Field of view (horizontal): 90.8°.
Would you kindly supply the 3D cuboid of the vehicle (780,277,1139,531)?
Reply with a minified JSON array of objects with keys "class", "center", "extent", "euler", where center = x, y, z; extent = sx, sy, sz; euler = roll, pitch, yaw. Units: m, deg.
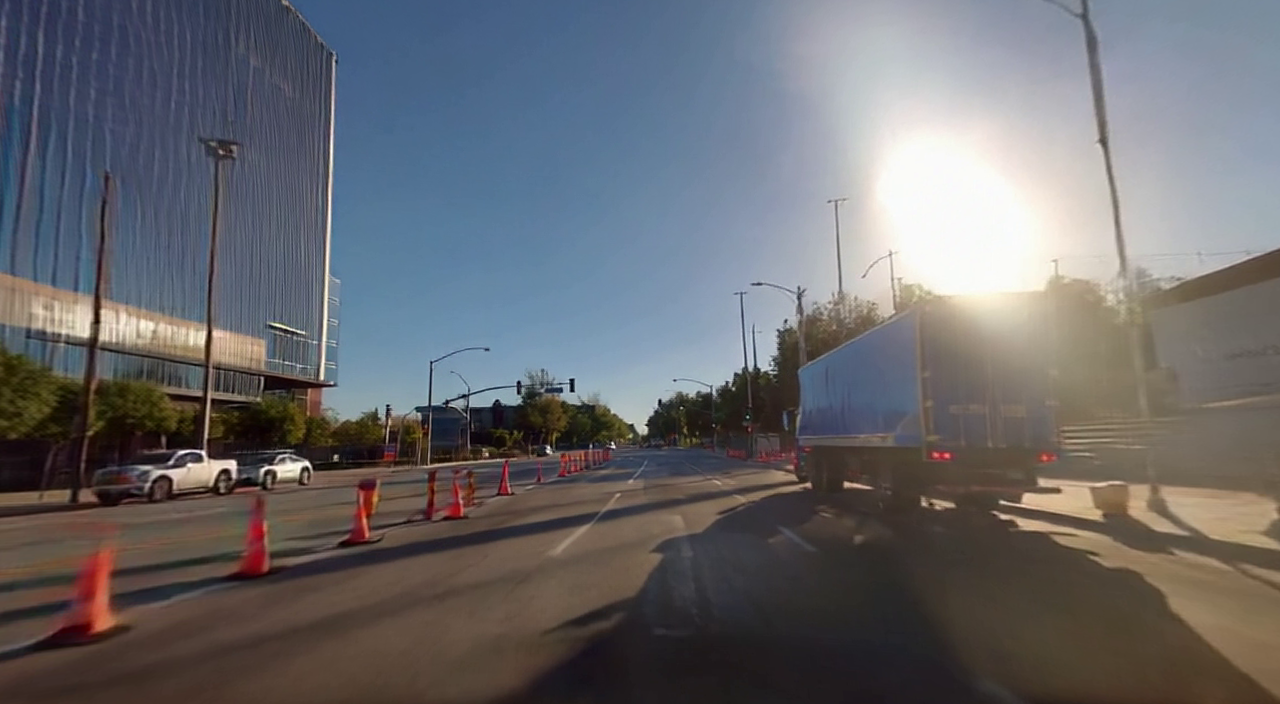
[{"class":"vehicle","center":[5.916,1.460,14.603],"extent":[3.176,3.913,9.805],"euler":[0,-8,0]}]

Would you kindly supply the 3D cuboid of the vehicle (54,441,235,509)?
[{"class":"vehicle","center":[-16.167,3.974,21.065],"extent":[1.937,1.984,4.928],"euler":[0,-8,1]}]

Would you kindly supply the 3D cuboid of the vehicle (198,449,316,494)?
[{"class":"vehicle","center":[-16.085,5.003,26.918],"extent":[1.925,1.665,4.893],"euler":[0,-8,0]}]
